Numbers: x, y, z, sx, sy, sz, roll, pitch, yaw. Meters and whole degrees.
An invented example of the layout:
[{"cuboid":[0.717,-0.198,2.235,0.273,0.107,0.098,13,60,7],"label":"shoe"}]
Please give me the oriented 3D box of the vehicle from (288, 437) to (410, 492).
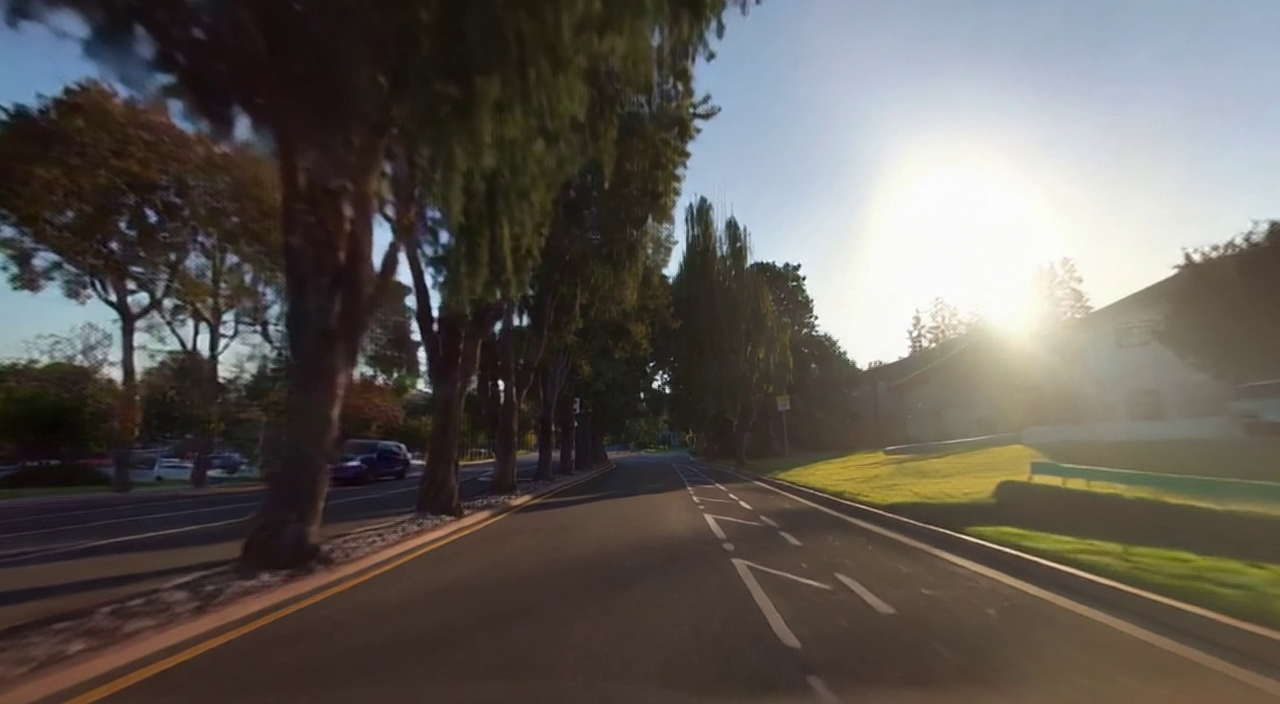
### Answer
[{"cuboid":[-11.129,4.315,24.632,2.336,1.905,4.908,0,-8,1],"label":"vehicle"}]
